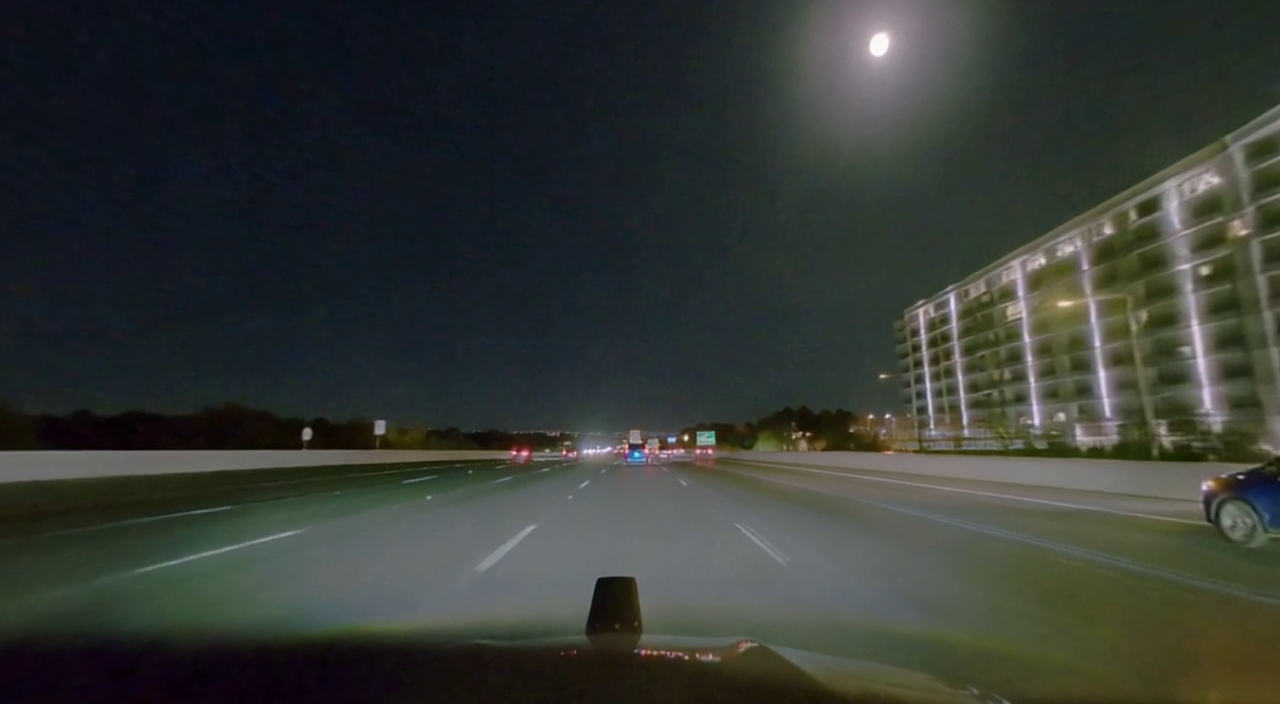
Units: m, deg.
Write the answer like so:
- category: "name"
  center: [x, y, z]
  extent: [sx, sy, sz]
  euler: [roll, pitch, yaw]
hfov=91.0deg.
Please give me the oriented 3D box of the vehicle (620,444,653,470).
- category: "vehicle"
  center: [-0.203, 6.683, 40.287]
  extent: [2.036, 1.542, 3.891]
  euler: [0, -8, 0]
